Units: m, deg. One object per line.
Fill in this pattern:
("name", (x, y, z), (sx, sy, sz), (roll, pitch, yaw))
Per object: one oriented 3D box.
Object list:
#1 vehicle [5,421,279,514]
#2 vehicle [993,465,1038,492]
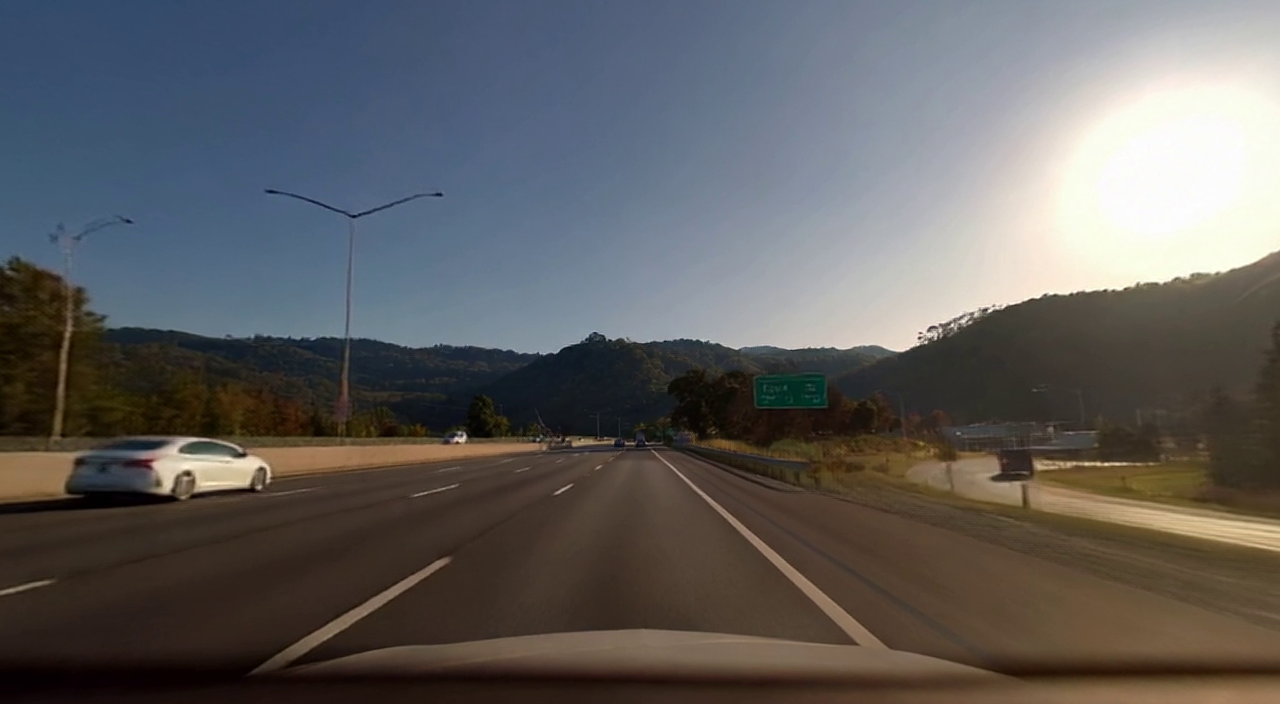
("vehicle", (-10.881, 2.548, 14.479), (2.152, 1.753, 4.972), (0, -8, 1))
("vehicle", (29.043, 9.748, 48.908), (2.108, 1.763, 4.817), (-3, -9, 21))
